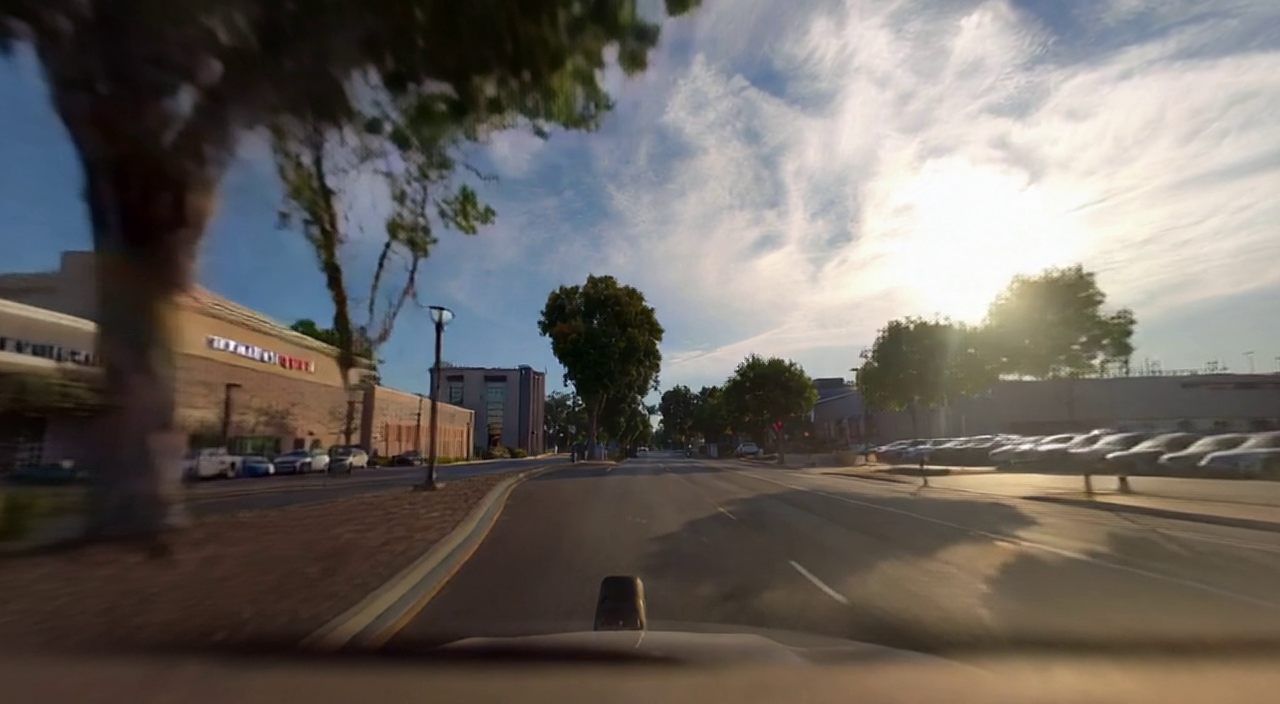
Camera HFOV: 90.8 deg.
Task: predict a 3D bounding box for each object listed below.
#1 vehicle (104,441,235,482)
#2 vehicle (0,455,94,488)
[{"bbox_3d":[-25.446,5.941,34.313,5.442,1.851,2.152,-3,-9,1],"label":"vehicle"},{"bbox_3d":[-31.287,6.142,32.774,1.863,1.525,4.518,0,-9,0],"label":"vehicle"}]
